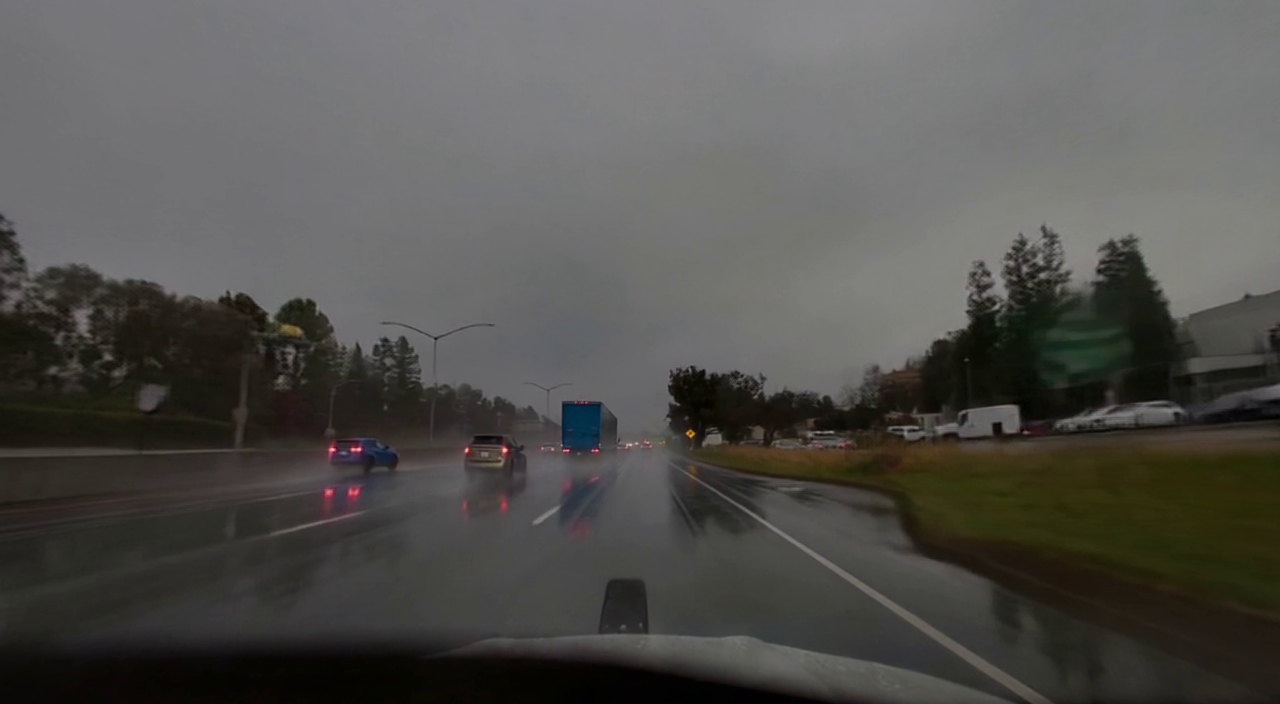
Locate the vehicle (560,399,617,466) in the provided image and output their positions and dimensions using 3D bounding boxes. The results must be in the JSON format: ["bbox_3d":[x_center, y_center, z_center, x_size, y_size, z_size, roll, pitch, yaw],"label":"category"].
[{"bbox_3d":[-3.332,5.820,44.689,2.905,4.037,12.921,0,-8,0],"label":"vehicle"}]

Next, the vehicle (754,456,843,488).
[{"bbox_3d":[5.526,4.237,22.462,2.295,0.969,3.132,0,-8,-1],"label":"vehicle"}]

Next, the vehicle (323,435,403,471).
[{"bbox_3d":[-14.134,5.145,32.453,1.997,1.695,4.492,0,-8,1],"label":"vehicle"}]

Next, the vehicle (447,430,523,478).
[{"bbox_3d":[-6.337,4.232,26.408,2.058,1.840,4.443,0,-8,0],"label":"vehicle"}]
